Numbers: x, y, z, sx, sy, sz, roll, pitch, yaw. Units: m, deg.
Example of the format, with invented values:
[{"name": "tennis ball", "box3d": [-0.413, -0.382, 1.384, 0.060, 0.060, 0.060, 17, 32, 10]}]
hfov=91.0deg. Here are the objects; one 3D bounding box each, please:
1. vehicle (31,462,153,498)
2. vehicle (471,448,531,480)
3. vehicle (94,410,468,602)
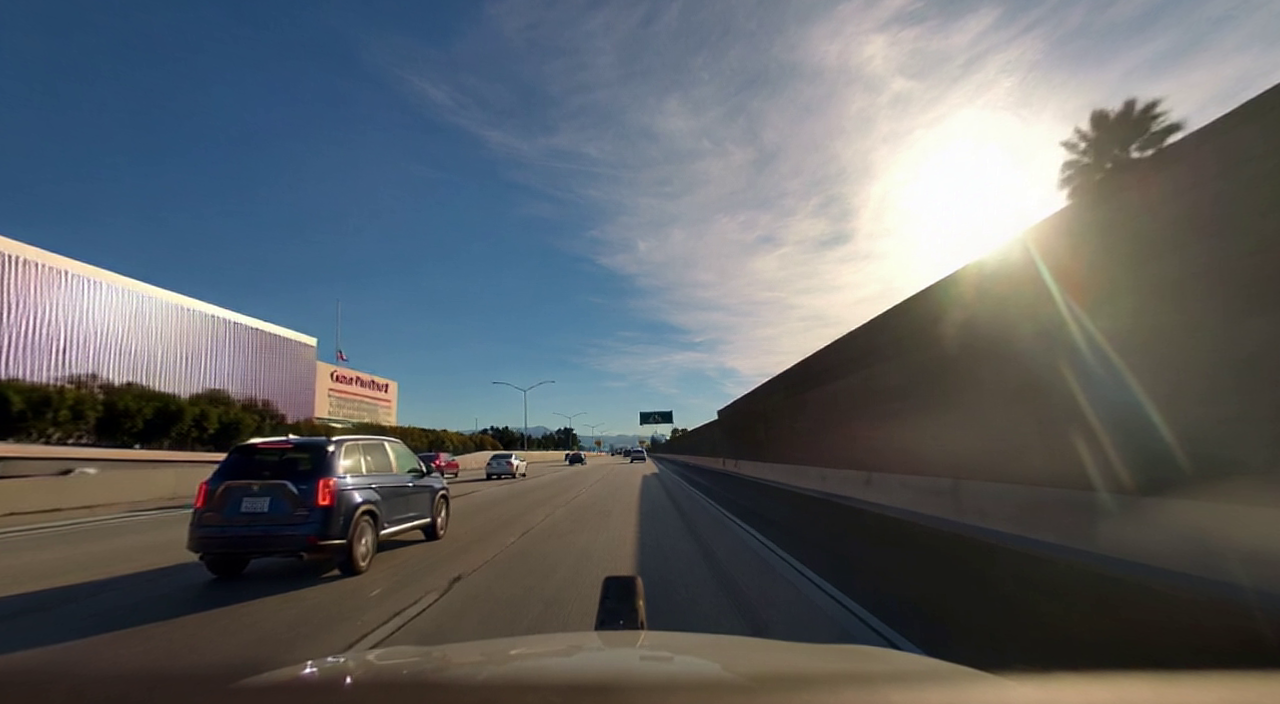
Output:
[{"name": "vehicle", "box3d": [-27.982, 6.528, 32.421, 1.981, 1.585, 4.761, 0, -9, 0]}, {"name": "vehicle", "box3d": [-7.196, 5.836, 33.177, 1.998, 1.542, 4.953, 0, -9, 1]}, {"name": "vehicle", "box3d": [-3.896, 1.744, 8.057, 2.059, 1.725, 4.521, 0, -9, 1]}]
